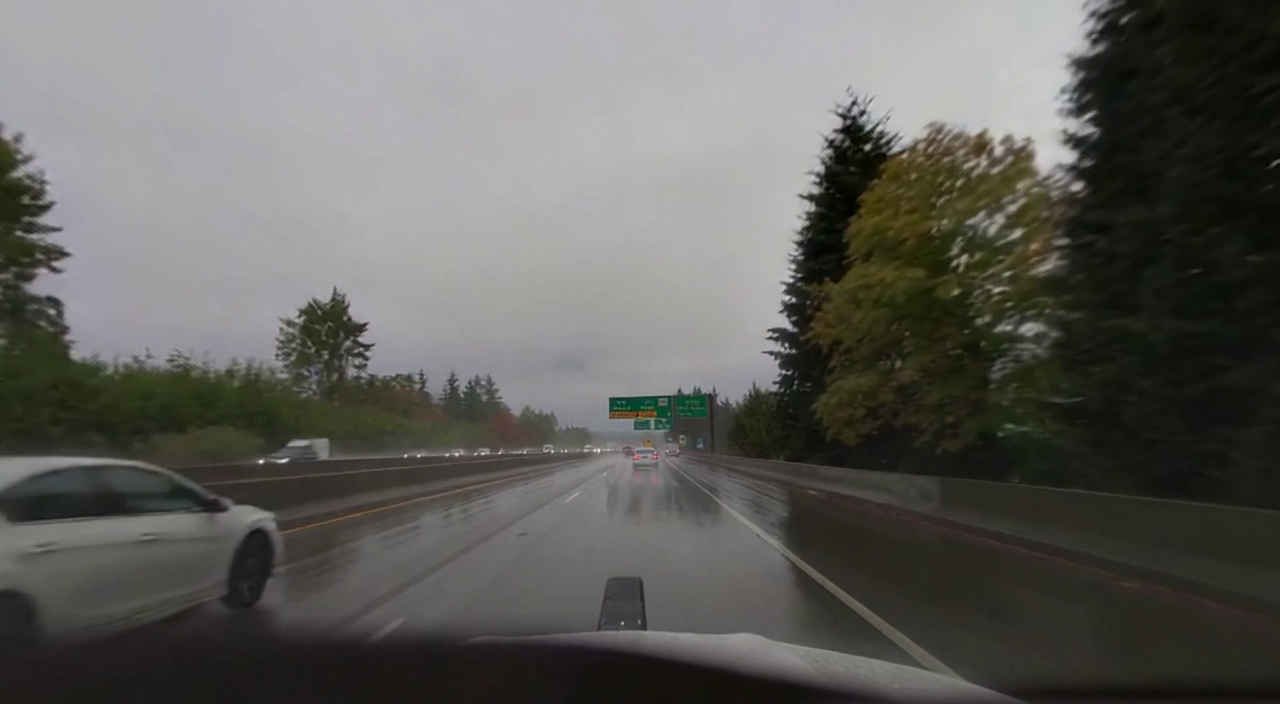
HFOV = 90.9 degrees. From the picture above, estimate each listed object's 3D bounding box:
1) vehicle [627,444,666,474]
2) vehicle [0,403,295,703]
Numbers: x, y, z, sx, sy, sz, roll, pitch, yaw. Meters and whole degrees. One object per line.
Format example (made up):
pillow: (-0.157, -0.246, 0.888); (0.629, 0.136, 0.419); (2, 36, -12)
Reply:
vehicle: (0.311, 5.629, 33.157); (1.960, 1.456, 3.818); (0, -9, 0)
vehicle: (-4.187, 1.071, 3.352); (2.081, 1.534, 4.543); (0, -9, 1)
